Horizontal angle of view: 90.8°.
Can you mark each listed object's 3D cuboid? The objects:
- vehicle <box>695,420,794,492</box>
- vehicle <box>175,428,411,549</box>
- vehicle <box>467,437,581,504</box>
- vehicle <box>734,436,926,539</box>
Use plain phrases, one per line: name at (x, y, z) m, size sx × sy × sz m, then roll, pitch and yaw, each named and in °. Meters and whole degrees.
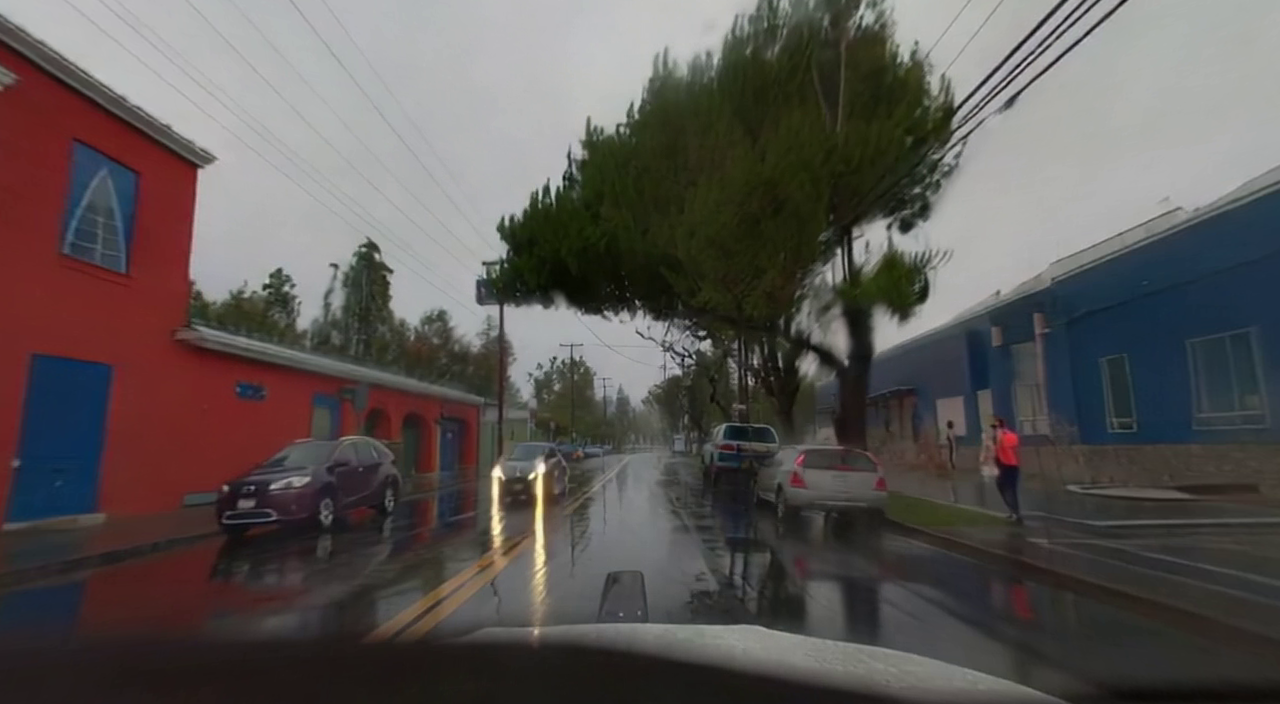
vehicle at (3.148, 3.288, 20.199) m, size 2.263 × 1.996 × 4.870 m, roll 0°, pitch -9°, yaw 0°
vehicle at (-6.351, 2.487, 12.313) m, size 2.140 × 1.746 × 4.385 m, roll -4°, pitch -8°, yaw 0°
vehicle at (-2.882, 3.080, 16.798) m, size 2.036 × 1.515 × 4.437 m, roll -1°, pitch -9°, yaw 2°
vehicle at (3.093, 2.318, 11.471) m, size 1.966 × 1.471 × 4.552 m, roll 0°, pitch -9°, yaw -1°
